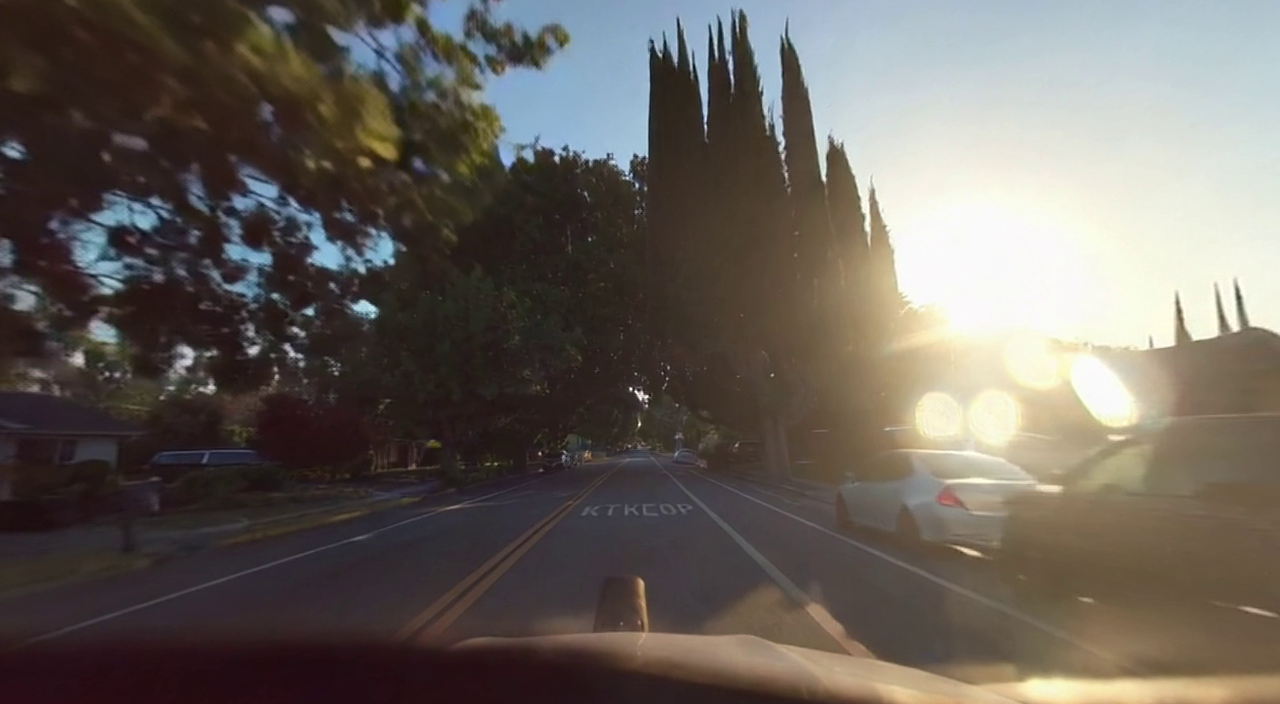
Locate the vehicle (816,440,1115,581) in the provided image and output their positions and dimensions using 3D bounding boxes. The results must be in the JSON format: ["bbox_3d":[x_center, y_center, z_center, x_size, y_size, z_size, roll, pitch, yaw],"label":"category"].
[{"bbox_3d":[4.217,2.083,9.210,1.988,1.537,4.350,0,-9,-1],"label":"vehicle"}]

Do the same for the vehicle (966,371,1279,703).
[{"bbox_3d":[4.187,1.070,3.608,2.032,1.792,4.849,0,-9,0],"label":"vehicle"}]
